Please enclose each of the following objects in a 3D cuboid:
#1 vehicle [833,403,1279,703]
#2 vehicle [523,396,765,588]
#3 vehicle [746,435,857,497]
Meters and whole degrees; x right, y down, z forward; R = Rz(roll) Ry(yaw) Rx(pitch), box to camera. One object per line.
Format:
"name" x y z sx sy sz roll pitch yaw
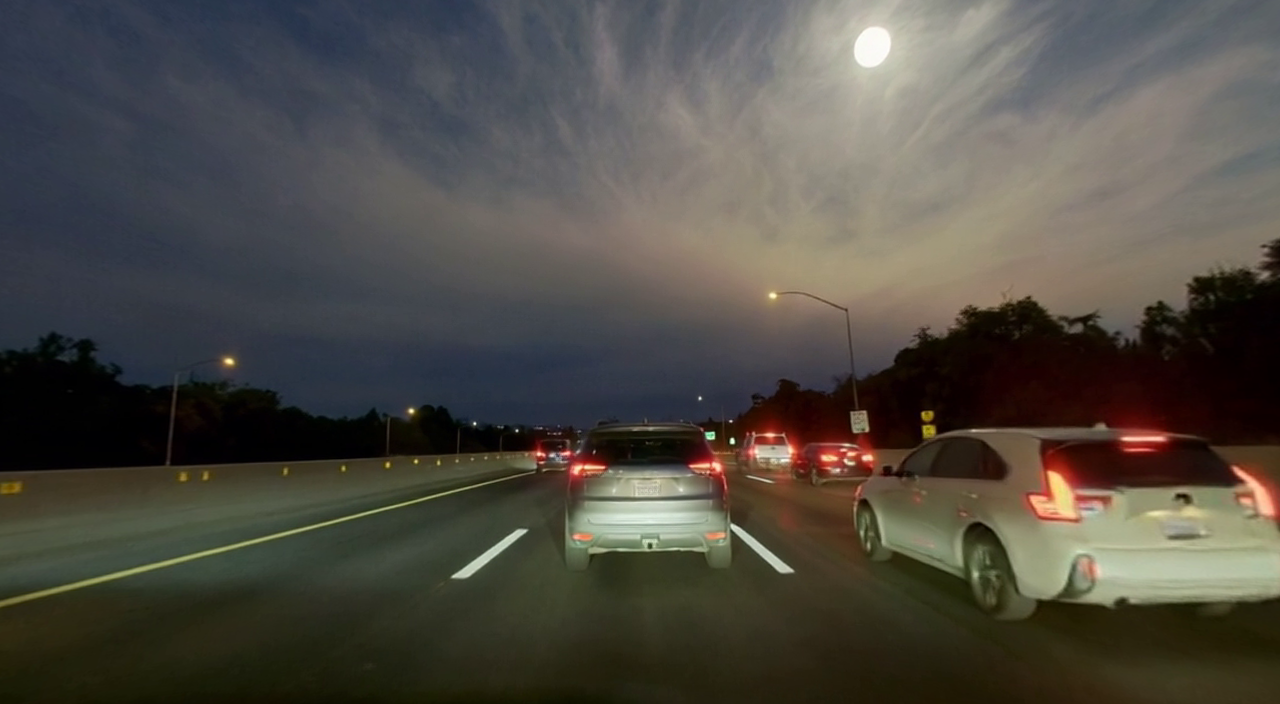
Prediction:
"vehicle" 3.439 1.392 5.573 2.028 1.534 4.691 0 -9 1
"vehicle" -0.064 1.598 7.878 2.230 1.740 3.976 1 -9 -3
"vehicle" 4.796 3.461 19.442 1.972 1.647 4.429 1 -9 -4
